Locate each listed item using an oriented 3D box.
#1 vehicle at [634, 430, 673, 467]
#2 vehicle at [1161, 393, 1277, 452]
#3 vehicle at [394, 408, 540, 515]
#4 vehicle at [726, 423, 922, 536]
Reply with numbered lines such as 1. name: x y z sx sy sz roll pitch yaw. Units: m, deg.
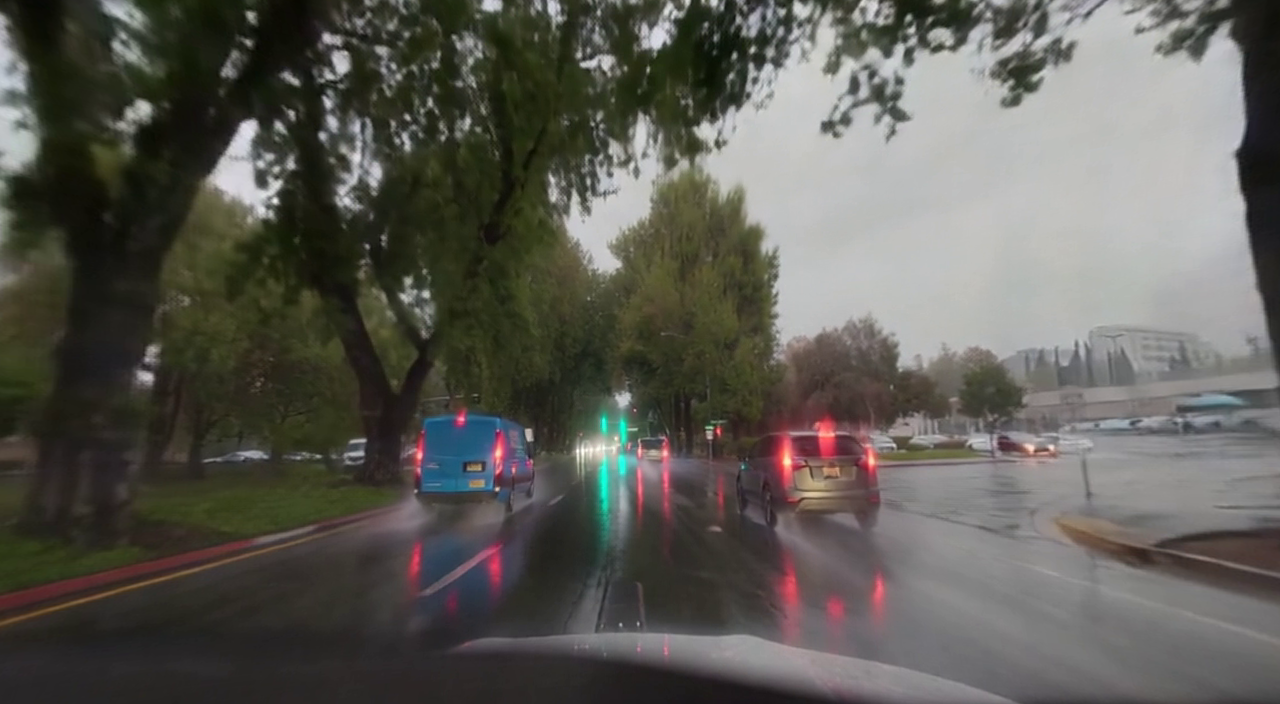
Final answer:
1. vehicle: 0.936 7.147 47.003 2.397 2.566 5.324 0 -9 -4
2. vehicle: 39.049 4.892 42.414 10.876 3.559 3.014 6 -11 -34
3. vehicle: -4.002 2.652 15.623 2.420 2.227 4.499 0 -9 -1
4. vehicle: 3.048 2.240 11.722 2.087 1.658 4.612 0 -9 -2
